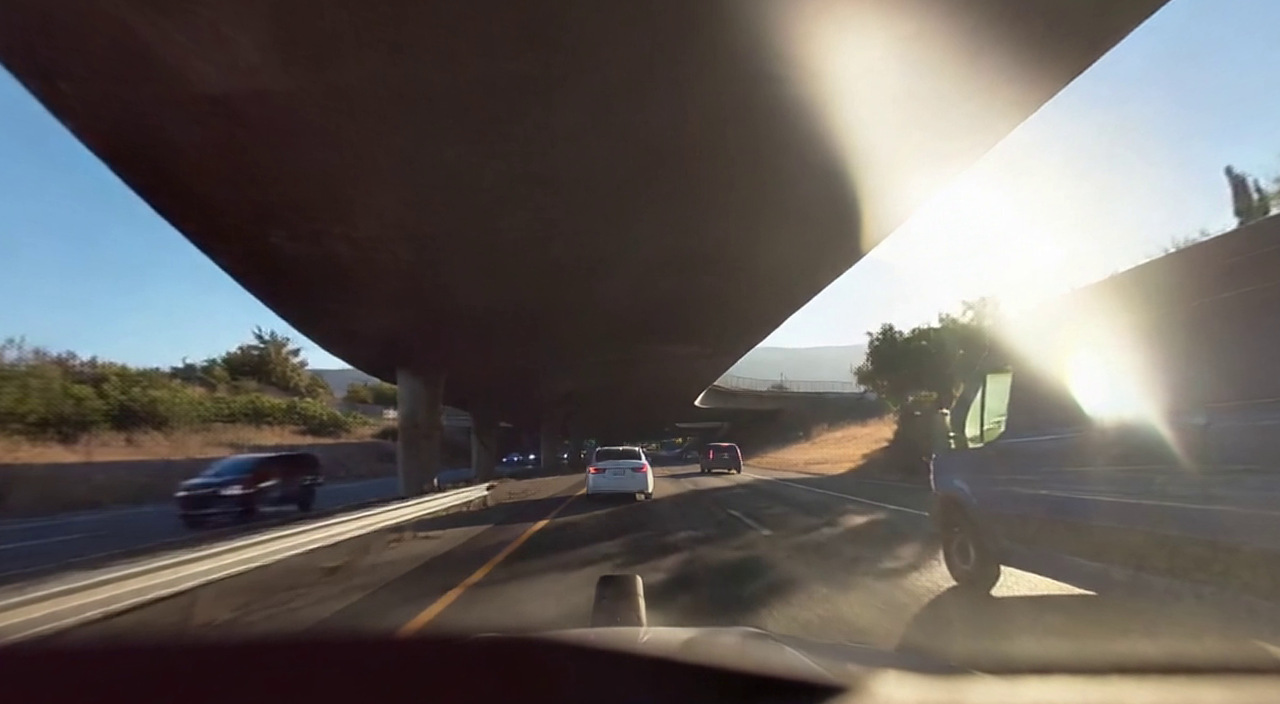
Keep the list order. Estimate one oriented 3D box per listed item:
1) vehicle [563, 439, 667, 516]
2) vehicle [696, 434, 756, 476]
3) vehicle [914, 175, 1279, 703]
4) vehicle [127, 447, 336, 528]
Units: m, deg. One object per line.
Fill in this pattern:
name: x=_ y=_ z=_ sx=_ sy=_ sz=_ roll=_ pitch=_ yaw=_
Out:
vehicle: x=-0.505 y=2.751 z=14.172 sx=2.029 sy=1.483 sz=3.769 roll=0 pitch=-9 yaw=0
vehicle: x=4.240 y=5.190 z=31.730 sx=2.261 sy=1.952 sz=4.784 roll=0 pitch=-9 yaw=-1
vehicle: x=3.861 y=0.533 z=2.930 sx=2.399 sy=2.421 sz=5.829 roll=0 pitch=-9 yaw=-1
vehicle: x=-8.729 y=2.880 z=13.934 sx=1.894 sy=1.505 sz=4.103 roll=0 pitch=-9 yaw=0
